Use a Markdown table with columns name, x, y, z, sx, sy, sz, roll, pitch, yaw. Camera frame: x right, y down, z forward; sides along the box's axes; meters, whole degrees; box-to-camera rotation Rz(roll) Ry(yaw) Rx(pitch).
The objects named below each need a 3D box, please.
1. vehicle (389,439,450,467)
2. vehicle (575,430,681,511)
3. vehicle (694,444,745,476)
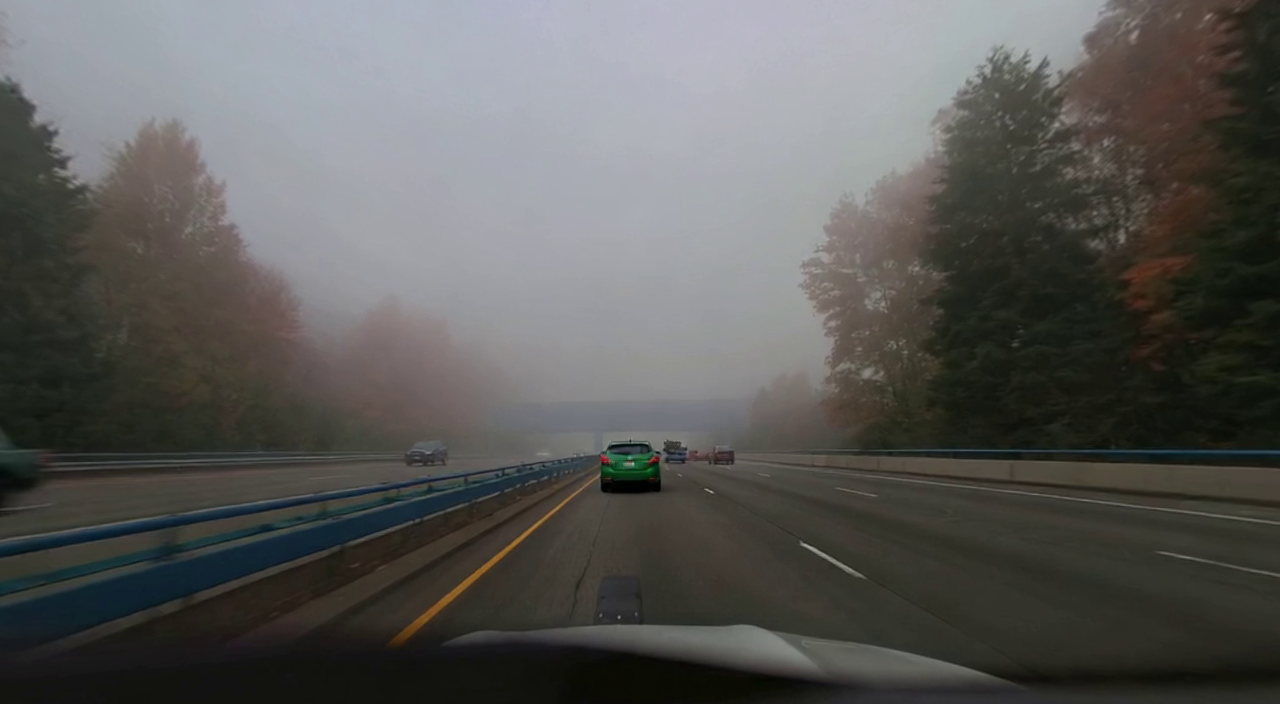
| name | x | y | z | sx | sy | sz | roll | pitch | yaw |
| --- | --- | --- | --- | --- | --- | --- | --- | --- | --- |
| vehicle | -13.559 | 6.222 | 38.802 | 2.058 | 1.624 | 4.697 | 0 | -9 | 0 |
| vehicle | -0.270 | 2.846 | 15.524 | 2.259 | 1.699 | 4.015 | 0 | -9 | 0 |
| vehicle | 3.919 | 5.390 | 31.462 | 1.894 | 1.487 | 3.751 | 0 | -9 | -3 |
